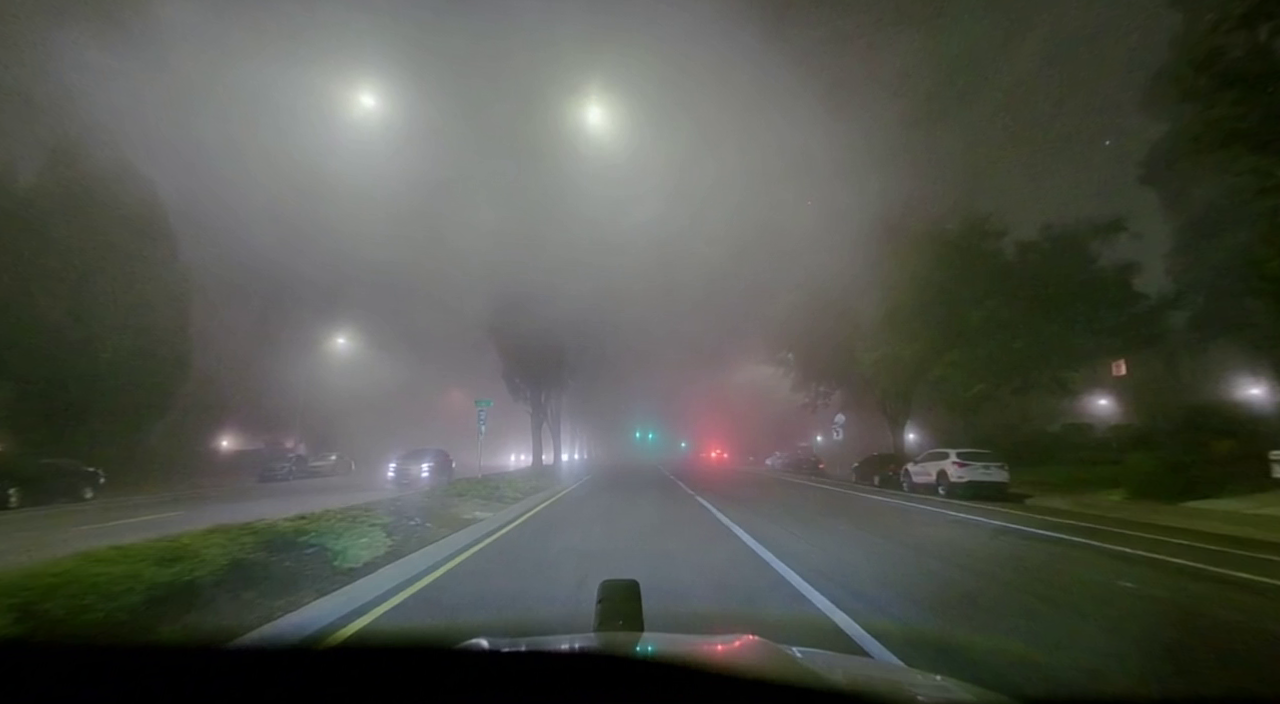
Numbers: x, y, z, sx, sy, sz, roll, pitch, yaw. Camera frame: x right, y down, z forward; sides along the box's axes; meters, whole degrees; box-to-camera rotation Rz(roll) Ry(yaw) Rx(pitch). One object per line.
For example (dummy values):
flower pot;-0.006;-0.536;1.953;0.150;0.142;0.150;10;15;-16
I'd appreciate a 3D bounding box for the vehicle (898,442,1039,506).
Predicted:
vehicle;9.794;3.612;19.293;1.882;1.702;4.346;0;-8;-1

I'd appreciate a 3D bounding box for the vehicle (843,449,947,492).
vehicle;9.632;4.481;24.316;1.961;1.456;4.493;0;-8;-2

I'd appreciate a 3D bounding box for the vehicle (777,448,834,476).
vehicle;9.616;6.415;37.107;1.899;1.475;4.572;0;-8;-2

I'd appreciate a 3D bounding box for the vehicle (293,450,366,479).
vehicle;-18.438;6.679;37.796;1.885;1.553;4.864;0;-8;0

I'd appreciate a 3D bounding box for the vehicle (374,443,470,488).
vehicle;-8.032;4.194;23.797;1.913;1.485;4.624;0;-8;1

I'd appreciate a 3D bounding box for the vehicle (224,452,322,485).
vehicle;-18.429;5.842;32.083;1.813;1.494;5.131;-1;-8;1
